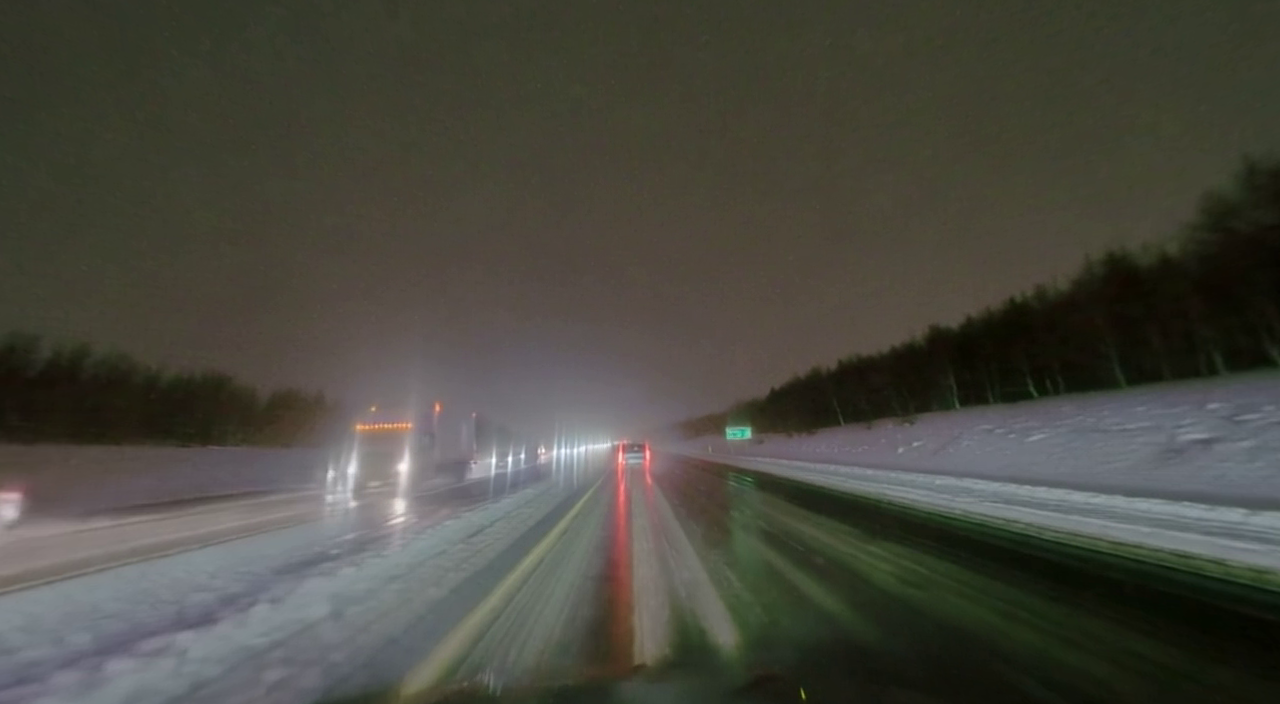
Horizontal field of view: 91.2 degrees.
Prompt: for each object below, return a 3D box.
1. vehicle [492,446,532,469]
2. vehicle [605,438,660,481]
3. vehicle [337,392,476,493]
[{"bbox_3d":[-9.126,7.538,44.977,1.923,1.545,4.492,0,-8,0],"label":"vehicle"},{"bbox_3d":[-0.313,4.171,24.607,1.971,1.518,4.108,0,-8,-1],"label":"vehicle"},{"bbox_3d":[-8.819,3.563,24.771,2.739,3.387,7.184,0,-8,-1],"label":"vehicle"}]
